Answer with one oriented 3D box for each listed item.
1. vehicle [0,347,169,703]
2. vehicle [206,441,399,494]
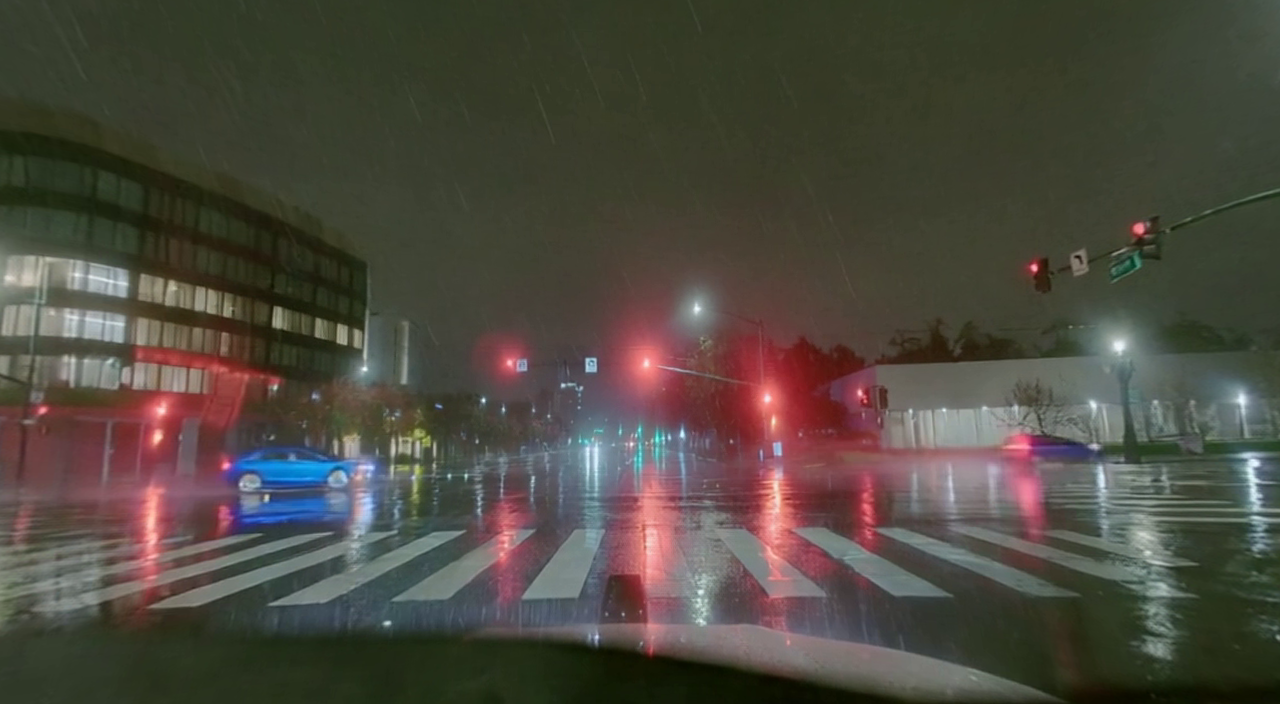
[{"bbox_3d":[-3.637,0.618,1.059,2.109,1.692,4.587,0,-8,0],"label":"vehicle"},{"bbox_3d":[-9.765,3.364,18.462,4.551,1.454,1.941,0,-8,2],"label":"vehicle"}]
